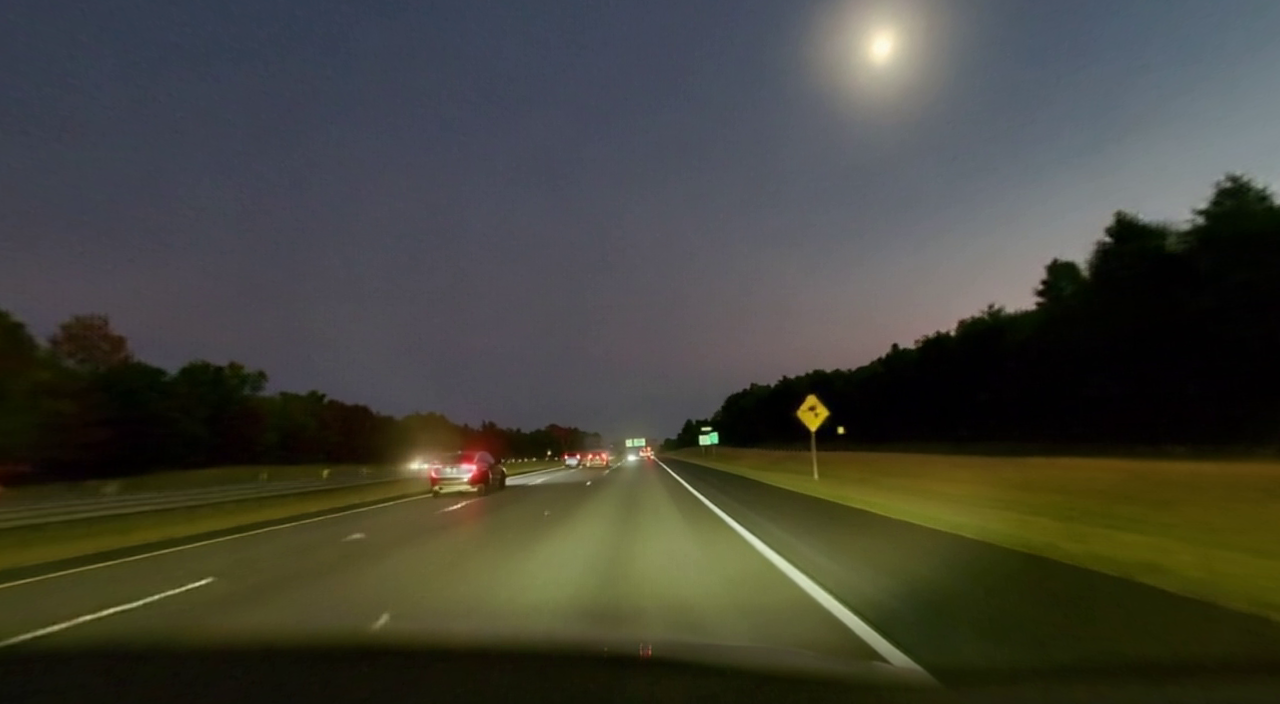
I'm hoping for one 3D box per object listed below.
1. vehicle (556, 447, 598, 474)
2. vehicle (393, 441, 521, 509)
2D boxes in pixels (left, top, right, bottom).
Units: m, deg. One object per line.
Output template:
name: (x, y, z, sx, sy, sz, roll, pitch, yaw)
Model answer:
vehicle: (-3.576, 6.218, 36.364, 2.005, 1.474, 3.921, 0, -9, 1)
vehicle: (-4.553, 3.128, 16.500, 1.975, 1.501, 4.603, 0, -9, 0)
